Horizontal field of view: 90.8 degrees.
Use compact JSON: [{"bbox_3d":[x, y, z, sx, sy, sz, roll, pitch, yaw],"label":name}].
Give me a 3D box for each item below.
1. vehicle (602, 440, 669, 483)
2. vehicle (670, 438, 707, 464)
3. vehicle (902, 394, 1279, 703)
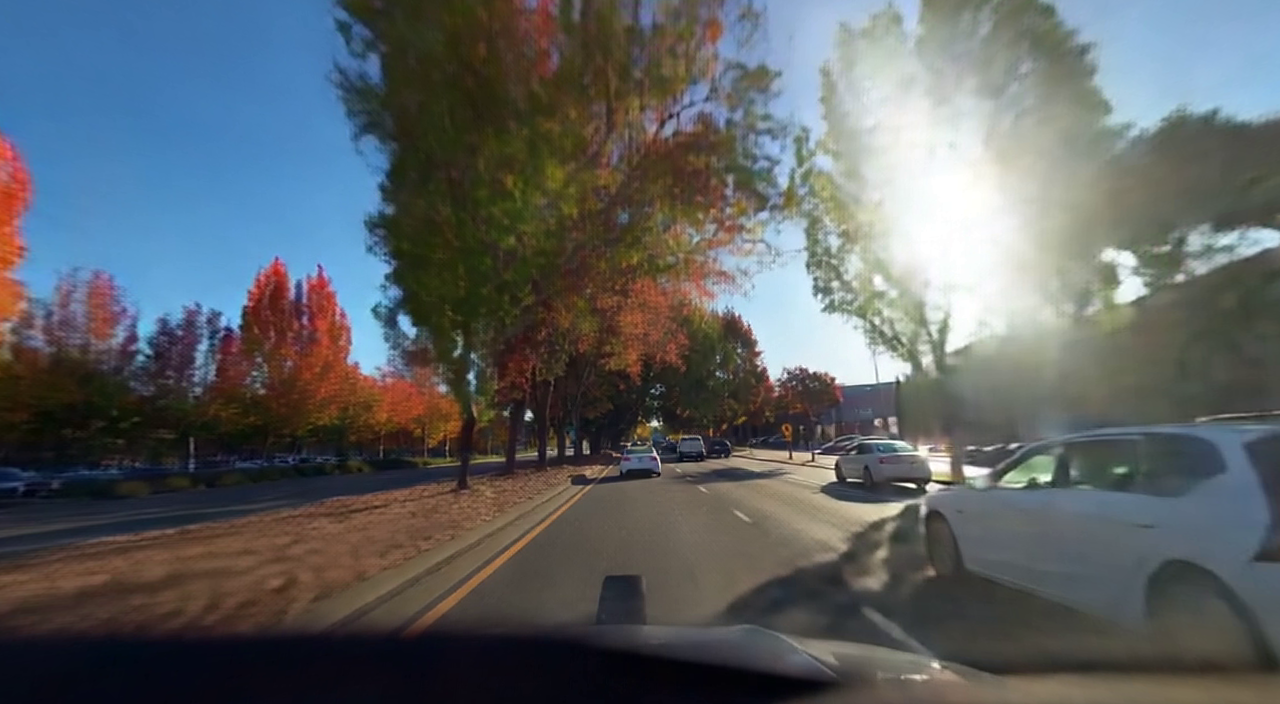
[{"bbox_3d":[-0.182,4.091,23.975,2.289,1.471,4.477,0,-8,-1],"label":"vehicle"},{"bbox_3d":[3.455,7.141,45.726,2.188,1.760,4.297,0,-8,-1],"label":"vehicle"},{"bbox_3d":[3.677,1.132,4.025,2.094,1.480,4.323,0,-9,-1],"label":"vehicle"}]
